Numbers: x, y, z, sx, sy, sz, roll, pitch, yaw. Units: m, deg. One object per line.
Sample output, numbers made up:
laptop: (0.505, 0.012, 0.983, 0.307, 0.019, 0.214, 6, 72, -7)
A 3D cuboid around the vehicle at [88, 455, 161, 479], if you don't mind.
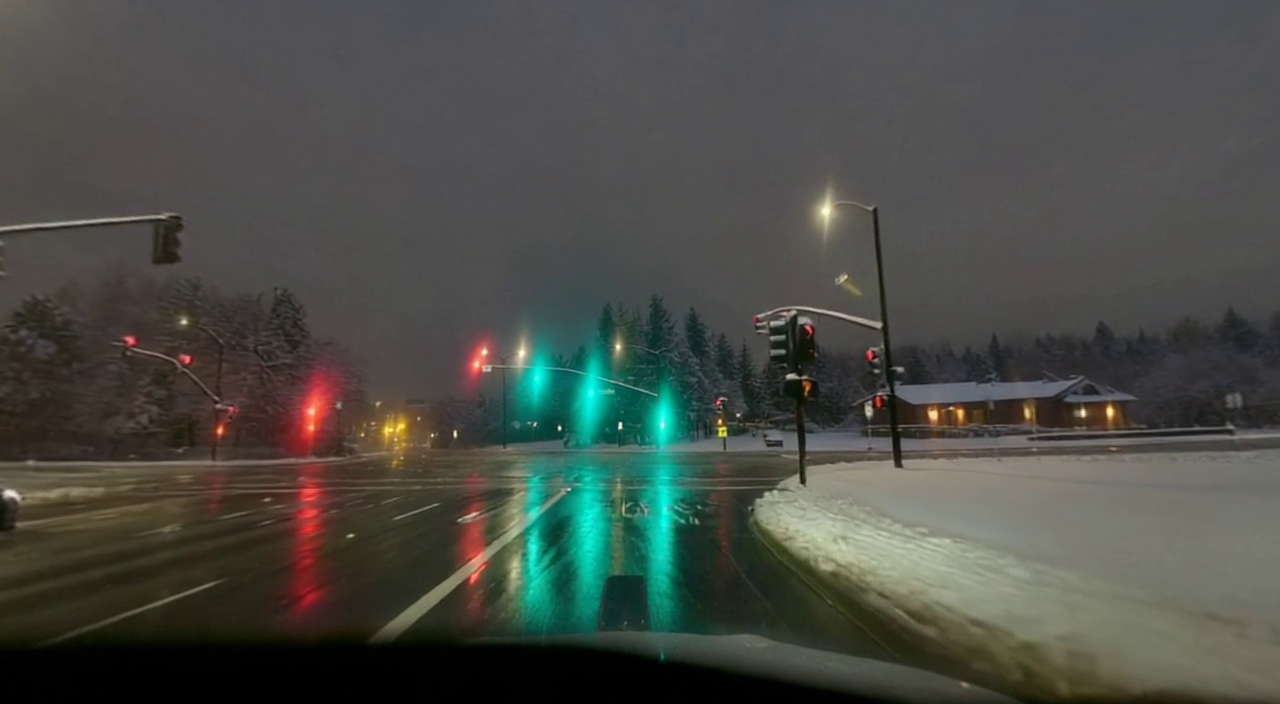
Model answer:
vehicle: (-36.883, 8.233, 45.156, 3.748, 1.389, 1.656, -2, -6, -2)
